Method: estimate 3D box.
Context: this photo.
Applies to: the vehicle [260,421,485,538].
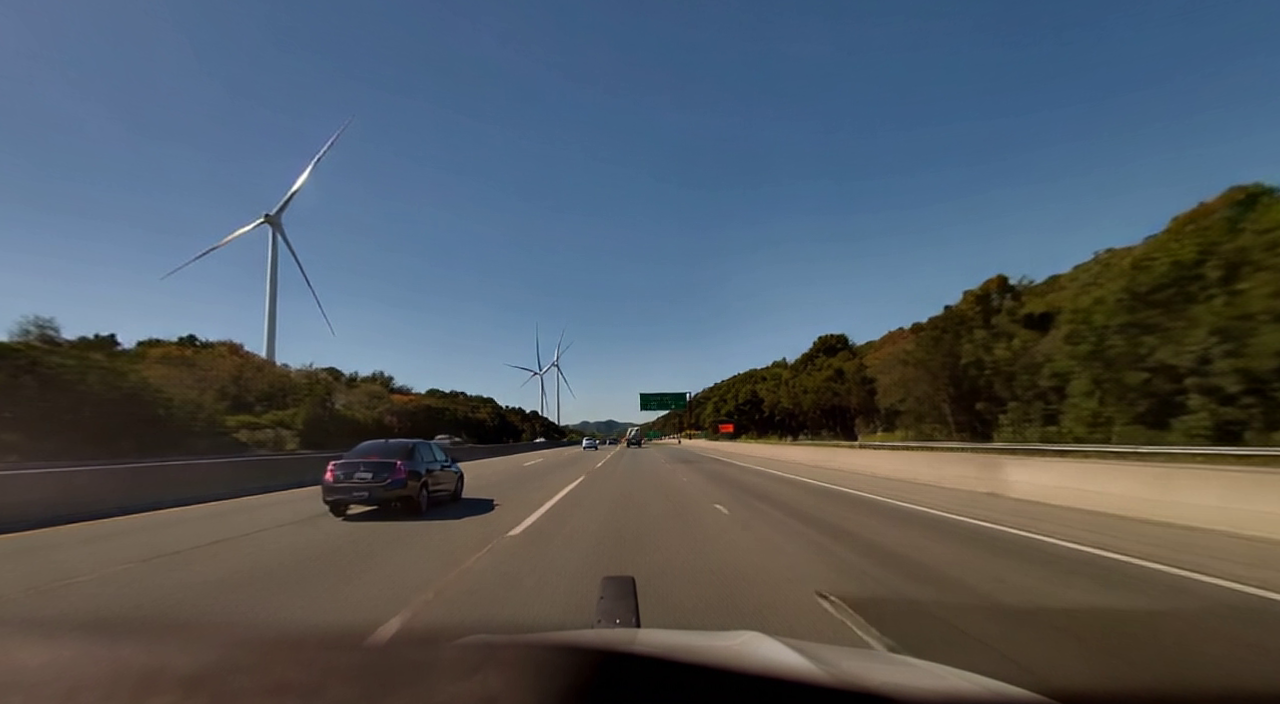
[{"bbox_3d":[-3.999,1.947,10.290,1.950,1.511,3.965,0,-8,-1],"label":"vehicle"}]
